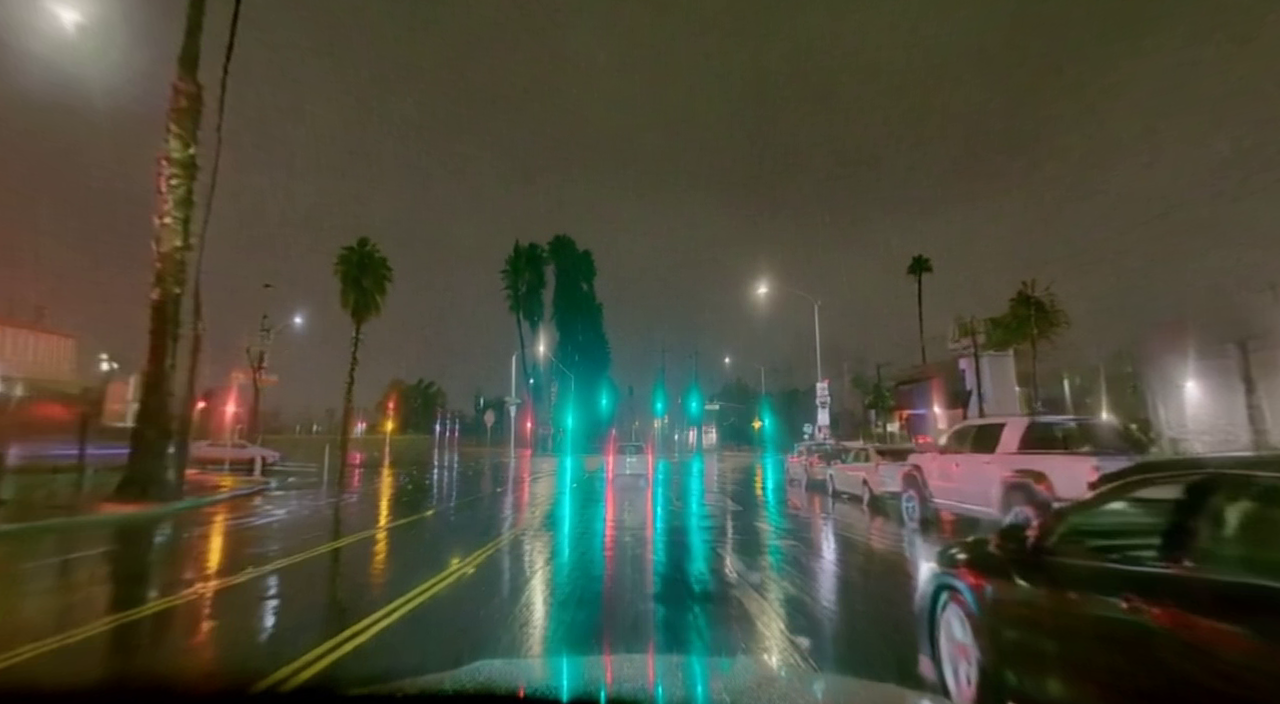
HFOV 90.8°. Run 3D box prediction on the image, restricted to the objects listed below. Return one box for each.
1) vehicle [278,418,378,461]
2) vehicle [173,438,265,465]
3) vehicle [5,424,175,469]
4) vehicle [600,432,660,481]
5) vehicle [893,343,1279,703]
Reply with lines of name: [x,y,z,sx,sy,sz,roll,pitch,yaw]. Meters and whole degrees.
vehicle: [-20.911,5.955,42.661,2.198,2.684,5.751,-4,-9,25]
vehicle: [-29.173,6.904,43.991,1.863,1.733,4.974,-5,-9,27]
vehicle: [-32.611,5.651,37.826,2.562,2.387,6.989,-4,-10,29]
vehicle: [-0.383,3.947,24.119,2.063,1.664,4.471,0,-8,-1]
vehicle: [3.118,0.941,3.035,1.983,1.654,4.354,0,-8,0]
